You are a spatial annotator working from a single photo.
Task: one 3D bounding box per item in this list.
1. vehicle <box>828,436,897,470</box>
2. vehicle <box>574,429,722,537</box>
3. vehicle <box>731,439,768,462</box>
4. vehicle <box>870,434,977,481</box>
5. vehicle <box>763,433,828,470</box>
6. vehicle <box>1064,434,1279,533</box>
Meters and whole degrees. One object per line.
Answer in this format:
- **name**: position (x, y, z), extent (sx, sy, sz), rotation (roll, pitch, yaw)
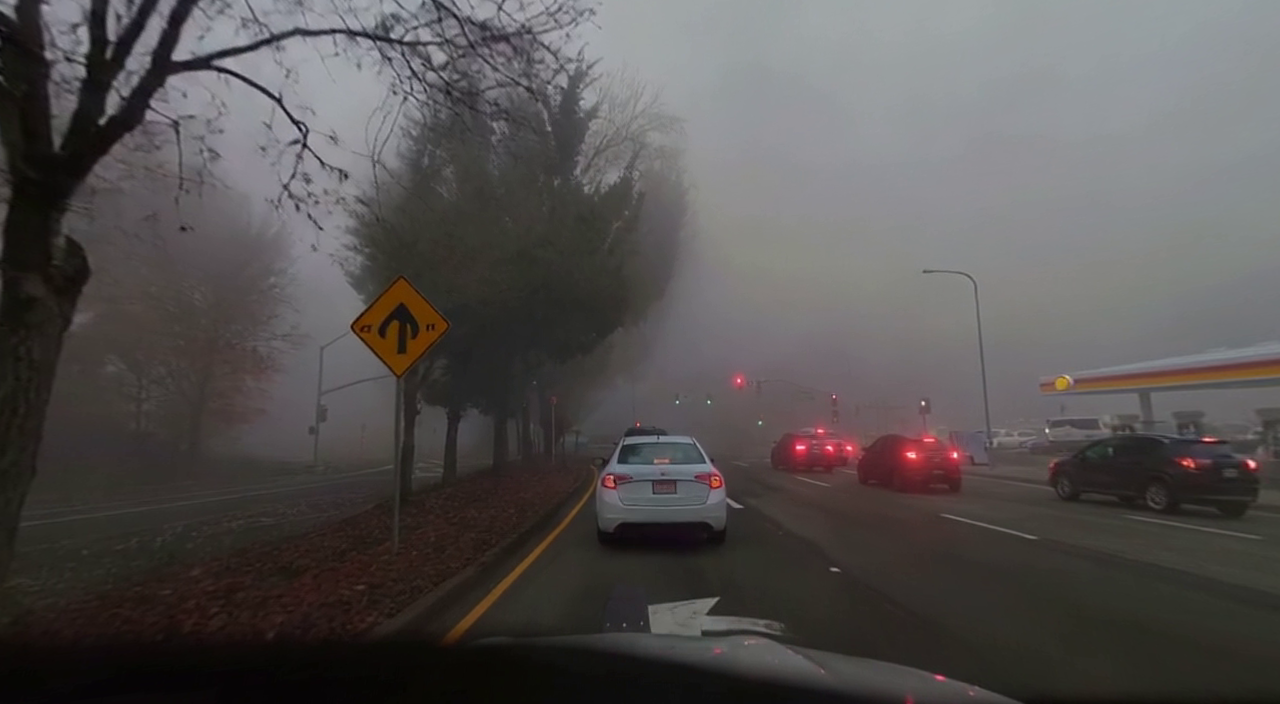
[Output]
- **vehicle**: position (11.173, 5.091, 31.999), extent (1.846, 1.595, 4.409), rotation (0, -9, -1)
- **vehicle**: position (0.073, 2.127, 10.822), extent (2.032, 1.461, 4.173), rotation (0, -9, -1)
- **vehicle**: position (7.275, 6.595, 42.256), extent (1.716, 1.400, 3.921), rotation (0, -9, -1)
- **vehicle**: position (10.680, 4.009, 24.193), extent (1.976, 1.584, 4.516), rotation (0, -9, 0)
- **vehicle**: position (7.695, 4.954, 31.596), extent (1.991, 1.695, 4.357), rotation (0, -9, -2)
- **vehicle**: position (10.596, 2.345, 11.918), extent (1.880, 1.472, 4.694), rotation (0, -9, 0)
